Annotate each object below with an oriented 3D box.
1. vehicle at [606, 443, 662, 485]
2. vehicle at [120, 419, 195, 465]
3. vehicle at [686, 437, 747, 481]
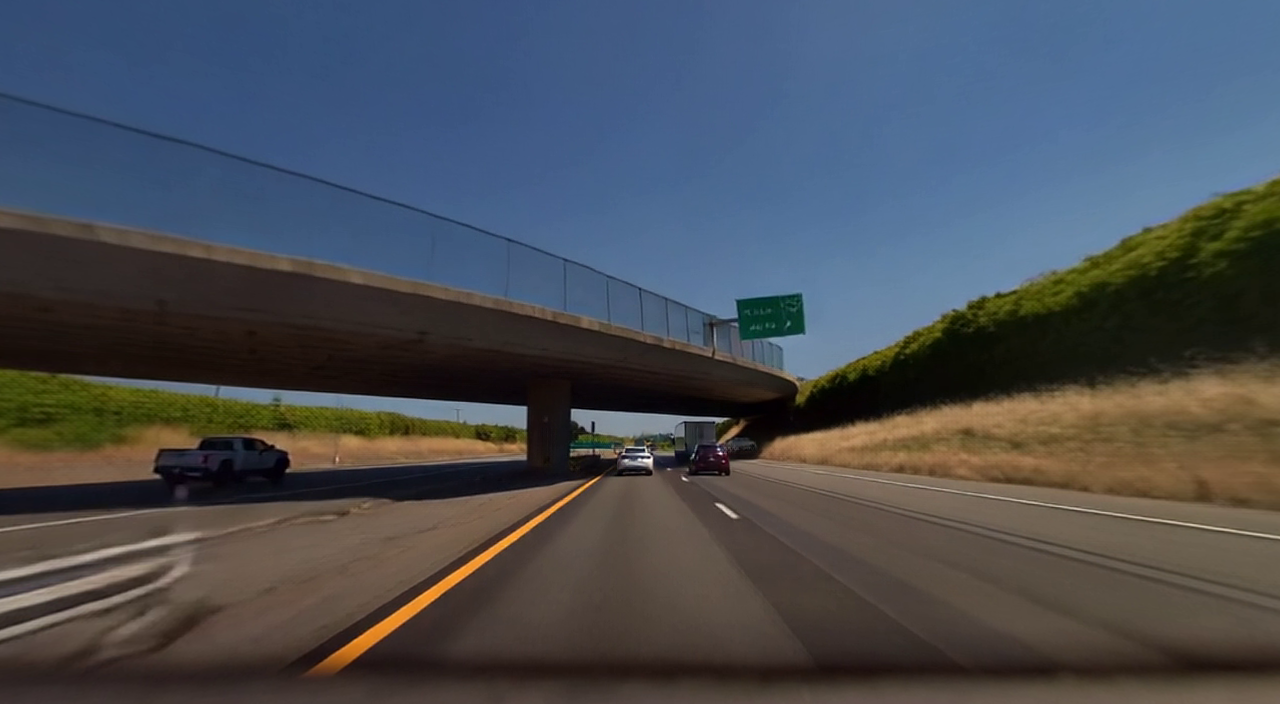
[{"bbox_3d":[-0.227,4.223,23.929,1.970,1.441,3.846,0,-9,-1],"label":"vehicle"},{"bbox_3d":[-35.311,6.603,46.241,2.857,3.275,3.008,0,-9,2],"label":"vehicle"},{"bbox_3d":[3.182,4.585,27.196,2.048,1.704,4.284,0,-9,-1],"label":"vehicle"}]
